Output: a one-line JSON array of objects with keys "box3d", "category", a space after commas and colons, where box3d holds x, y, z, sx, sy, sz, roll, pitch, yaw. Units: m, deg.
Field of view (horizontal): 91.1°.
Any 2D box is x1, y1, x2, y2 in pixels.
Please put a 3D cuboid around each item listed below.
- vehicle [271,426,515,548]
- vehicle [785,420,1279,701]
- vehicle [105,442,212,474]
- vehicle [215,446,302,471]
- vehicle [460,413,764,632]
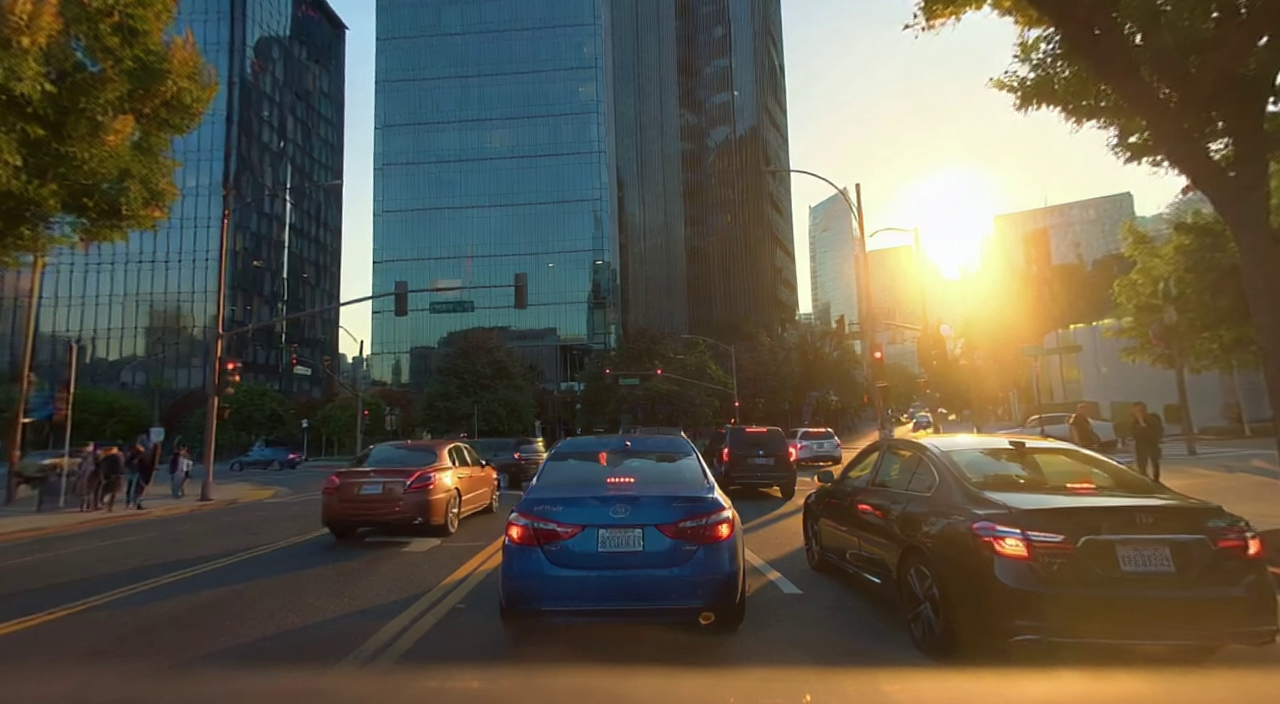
[{"box3d": [-3.564, 2.028, 10.214, 1.971, 1.496, 4.648, 0, -8, 2], "category": "vehicle"}, {"box3d": [2.753, 1.409, 5.458, 1.952, 1.464, 4.165, 0, -8, -1], "category": "vehicle"}, {"box3d": [-33.861, 7.457, 44.292, 5.598, 2.130, 2.121, 0, -8, -2], "category": "vehicle"}, {"box3d": [-23.318, 6.502, 38.466, 4.140, 1.486, 1.799, 0, -8, 2], "category": "vehicle"}, {"box3d": [-0.265, 1.466, 6.406, 2.072, 1.476, 4.078, 0, -8, -2], "category": "vehicle"}]
